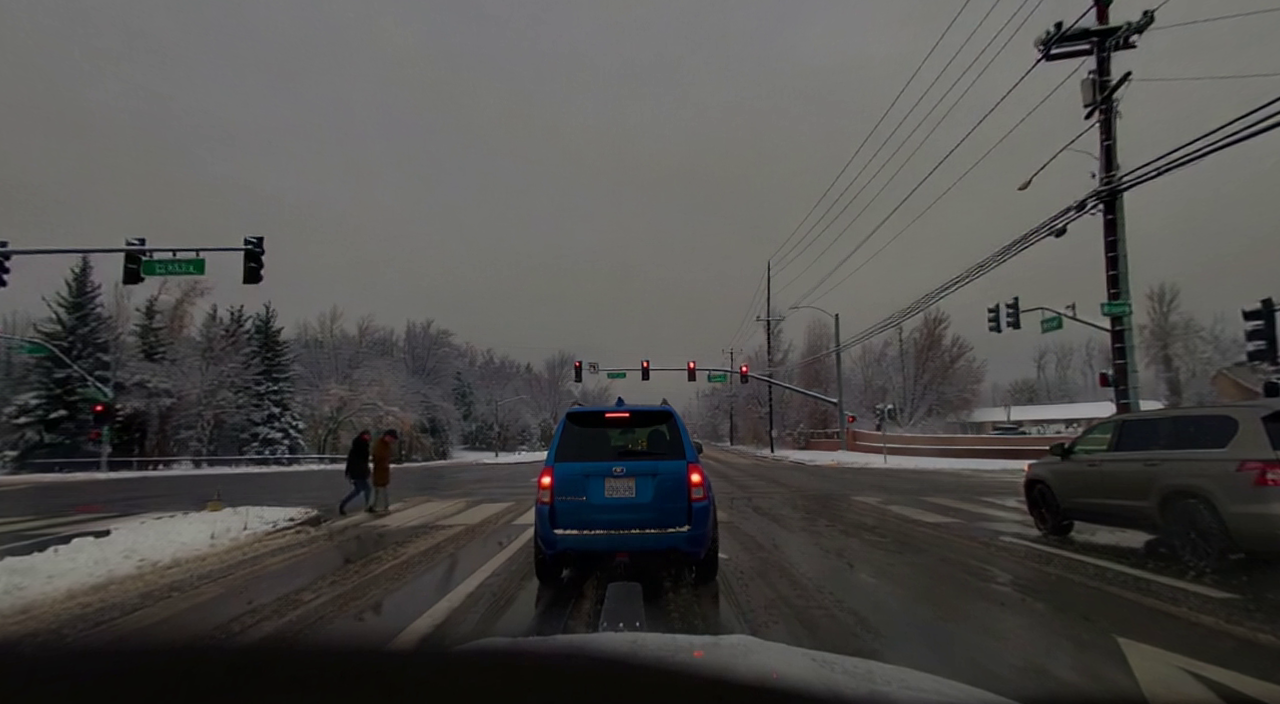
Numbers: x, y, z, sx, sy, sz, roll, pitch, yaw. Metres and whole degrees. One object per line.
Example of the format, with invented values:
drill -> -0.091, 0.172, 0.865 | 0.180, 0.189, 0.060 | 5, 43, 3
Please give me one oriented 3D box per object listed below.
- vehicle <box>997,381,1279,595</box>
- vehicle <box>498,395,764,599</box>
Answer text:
vehicle -> 6.578, 1.438, 7.240 | 2.119, 1.827, 4.806 | 0, -9, 0
vehicle -> -0.109, 1.564, 7.640 | 2.285, 1.729, 4.252 | 0, -9, -1
